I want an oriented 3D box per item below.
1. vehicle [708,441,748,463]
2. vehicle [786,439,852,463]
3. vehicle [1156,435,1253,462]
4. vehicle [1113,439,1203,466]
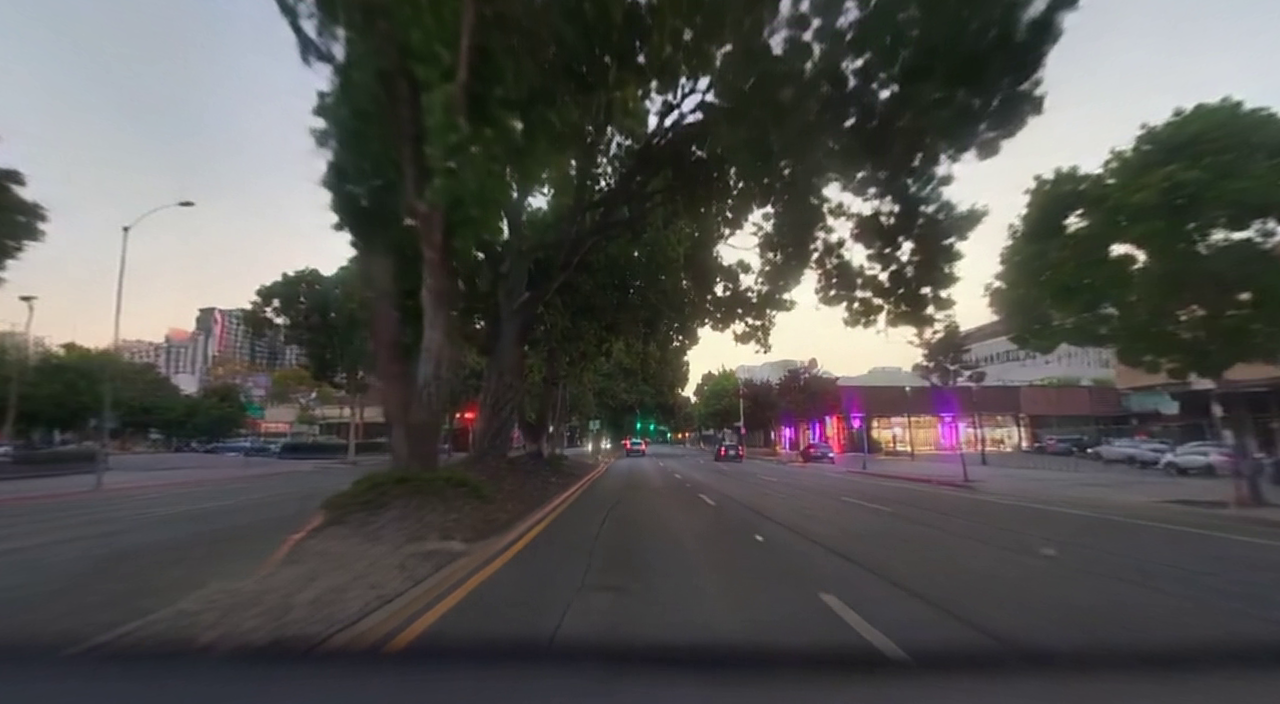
[{"bbox_3d":[6.207,7.103,45.176,2.024,1.475,4.600,0,-9,-2],"label":"vehicle"},{"bbox_3d":[13.336,7.406,47.311,4.281,1.719,1.983,0,-9,-1],"label":"vehicle"},{"bbox_3d":[34.579,5.931,38.894,1.924,1.493,4.330,-3,-8,0],"label":"vehicle"},{"bbox_3d":[31.699,6.212,38.862,1.767,1.549,4.422,1,-10,0],"label":"vehicle"}]
